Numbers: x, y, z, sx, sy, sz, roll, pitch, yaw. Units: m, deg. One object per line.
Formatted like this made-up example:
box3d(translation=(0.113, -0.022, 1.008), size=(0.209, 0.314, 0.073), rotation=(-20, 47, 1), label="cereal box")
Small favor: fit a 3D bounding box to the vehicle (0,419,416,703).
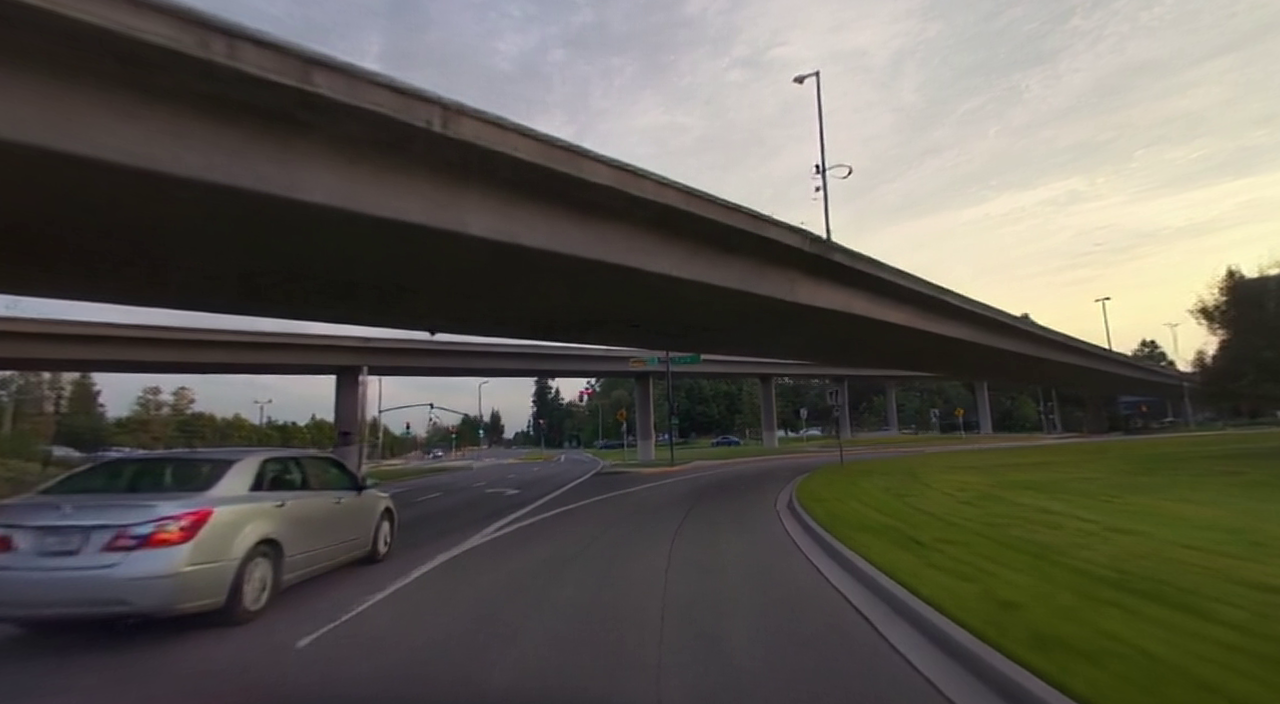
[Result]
box3d(translation=(-3.789, 1.448, 5.632), size=(1.963, 1.460, 4.614), rotation=(0, -9, -1), label="vehicle")
